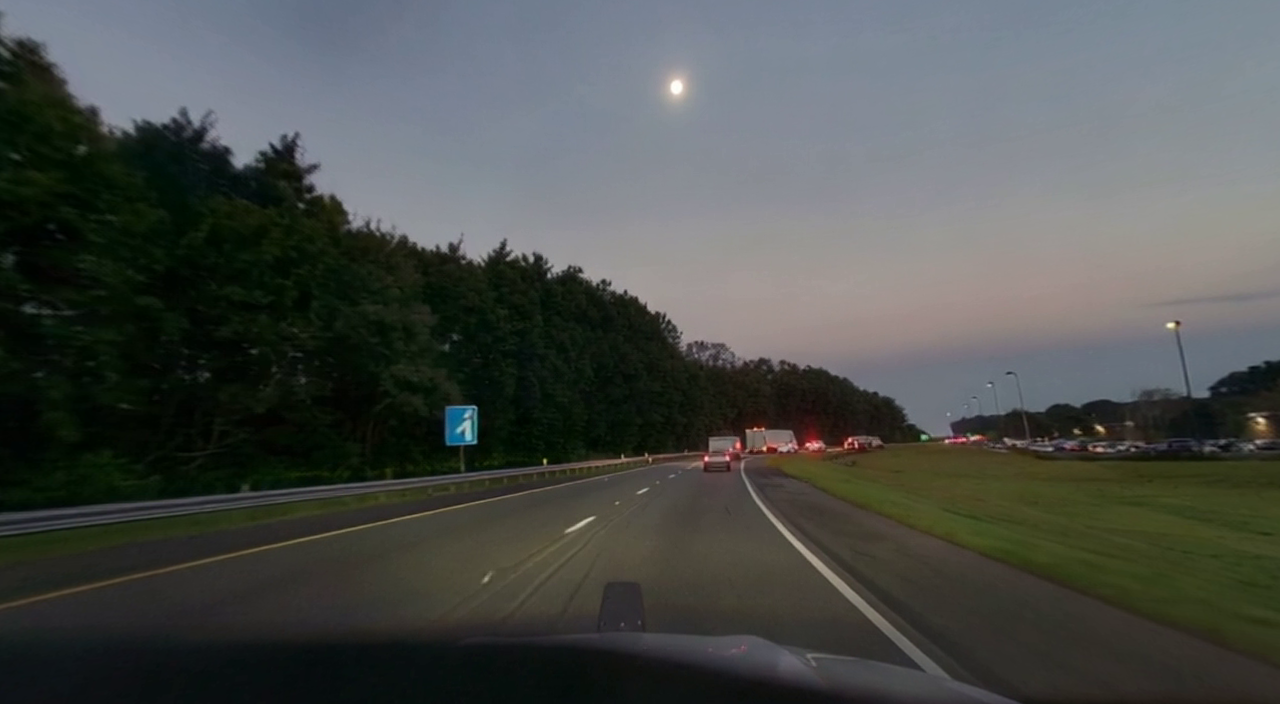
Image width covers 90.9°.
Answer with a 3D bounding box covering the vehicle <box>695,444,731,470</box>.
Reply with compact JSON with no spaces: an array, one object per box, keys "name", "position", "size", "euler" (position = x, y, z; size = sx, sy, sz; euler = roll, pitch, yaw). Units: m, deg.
[{"name":"vehicle","position":[5.041,7.155,43.081],"size":[2.221,1.674,4.325],"euler":[-1,-9,9]}]
